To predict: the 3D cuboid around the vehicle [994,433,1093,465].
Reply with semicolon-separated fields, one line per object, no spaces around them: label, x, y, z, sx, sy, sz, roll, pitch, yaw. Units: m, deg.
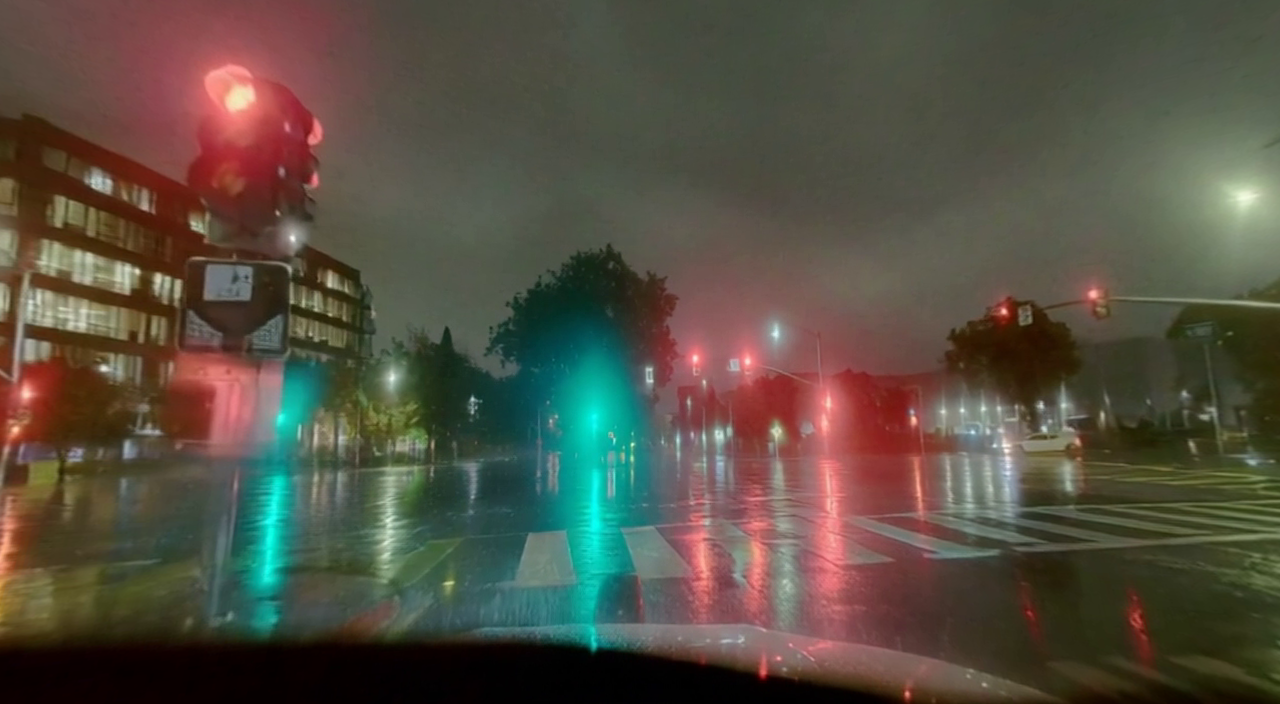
vehicle;22.029;5.298;34.391;4.769;1.634;1.884;3;-9;-18
